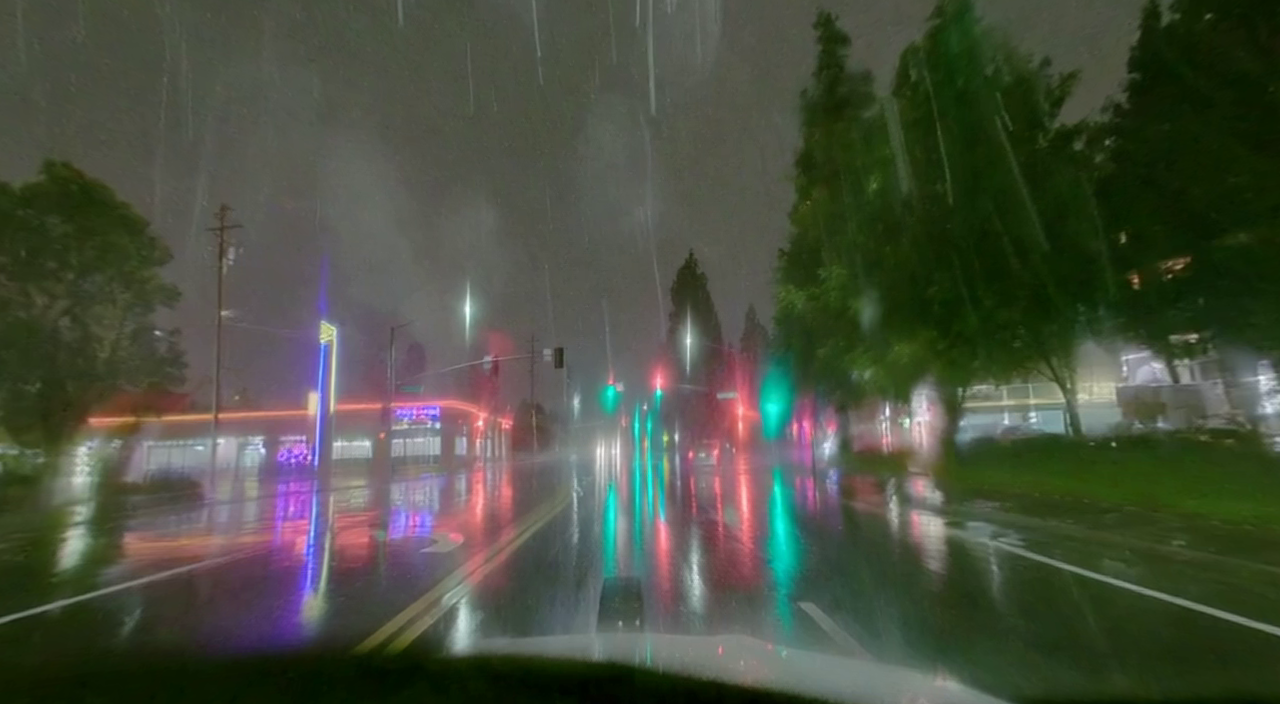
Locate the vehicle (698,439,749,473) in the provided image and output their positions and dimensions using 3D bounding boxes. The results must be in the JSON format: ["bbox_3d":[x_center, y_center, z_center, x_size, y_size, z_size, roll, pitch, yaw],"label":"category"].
[{"bbox_3d":[3.908,4.962,30.320,2.064,1.470,4.610,-1,-8,3],"label":"vehicle"}]
